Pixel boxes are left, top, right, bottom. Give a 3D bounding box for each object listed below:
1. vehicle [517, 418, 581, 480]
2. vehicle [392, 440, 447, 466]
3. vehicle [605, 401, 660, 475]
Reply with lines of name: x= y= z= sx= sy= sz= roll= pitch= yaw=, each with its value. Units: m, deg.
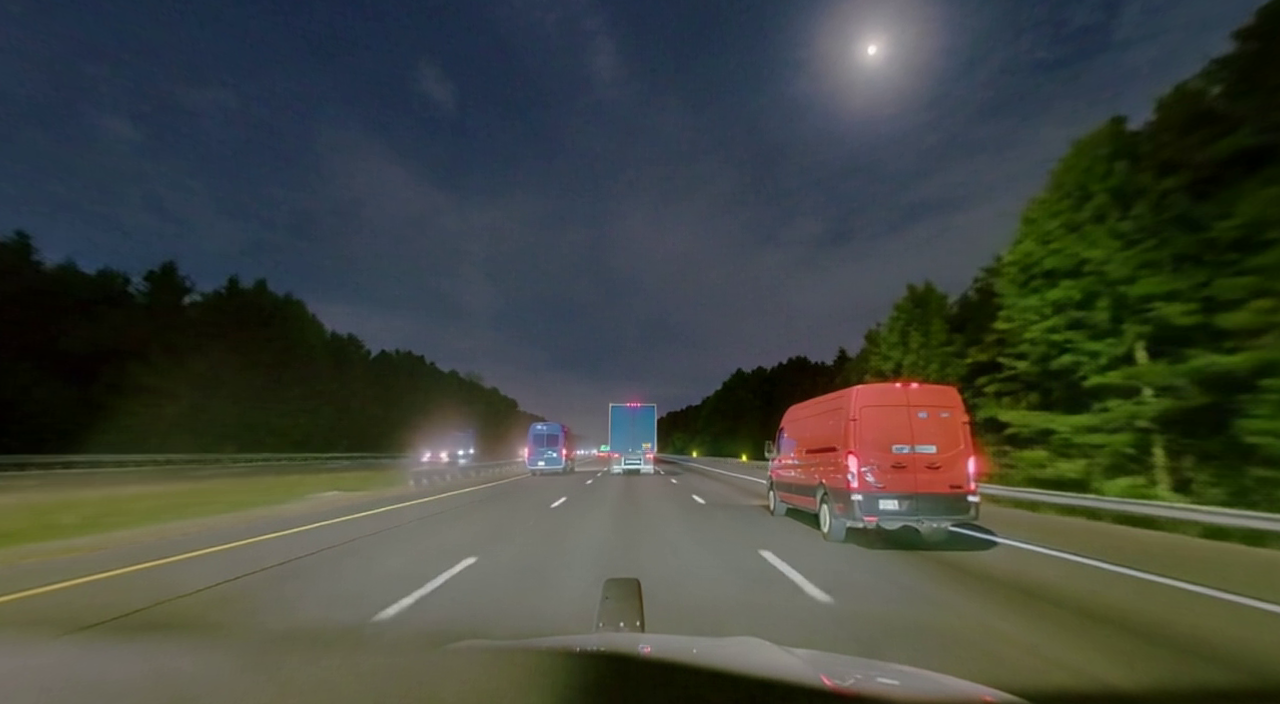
vehicle: x=-4.431 y=4.902 z=31.774 sx=2.357 sy=2.786 sz=6.144 roll=0 pitch=-9 yaw=-1
vehicle: x=-13.656 y=6.290 z=39.320 sx=1.897 sy=1.471 sz=4.275 roll=0 pitch=-9 yaw=0
vehicle: x=-0.451 y=5.514 z=39.724 sx=2.995 sy=4.036 sz=10.311 roll=0 pitch=-9 yaw=-1
